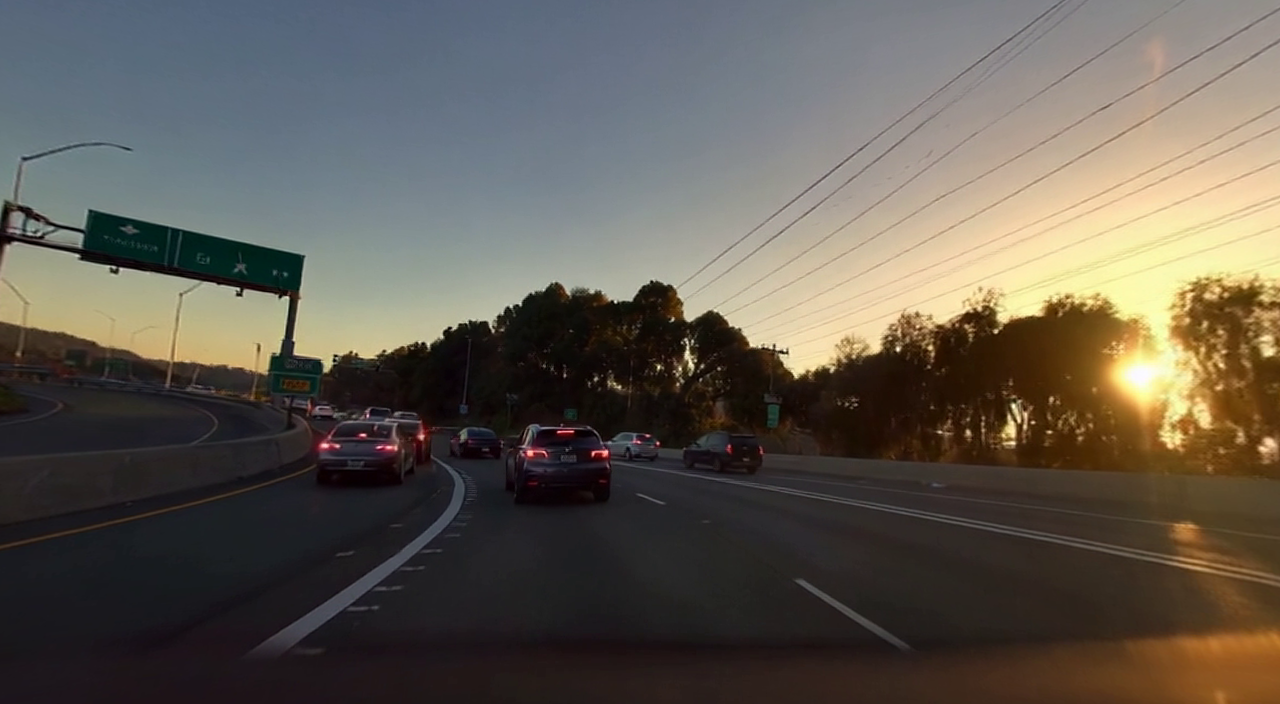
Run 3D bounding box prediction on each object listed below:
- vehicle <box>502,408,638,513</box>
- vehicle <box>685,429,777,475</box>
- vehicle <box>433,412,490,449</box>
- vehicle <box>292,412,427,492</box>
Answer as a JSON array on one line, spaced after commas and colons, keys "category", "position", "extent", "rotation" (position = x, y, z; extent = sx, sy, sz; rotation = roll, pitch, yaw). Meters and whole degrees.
[{"category": "vehicle", "position": [-1.596, 2.127, 12.753], "extent": [2.140, 1.724, 4.304], "rotation": [2, -9, -14]}, {"category": "vehicle", "position": [3.799, 4.320, 27.464], "extent": [2.079, 1.807, 4.682], "rotation": [3, -9, -18]}, {"category": "vehicle", "position": [-9.585, 4.234, 33.583], "extent": [2.042, 1.817, 4.650], "rotation": [4, -9, -26]}, {"category": "vehicle", "position": [-6.183, 2.270, 14.521], "extent": [2.033, 1.501, 4.623], "rotation": [2, -9, -14]}]
